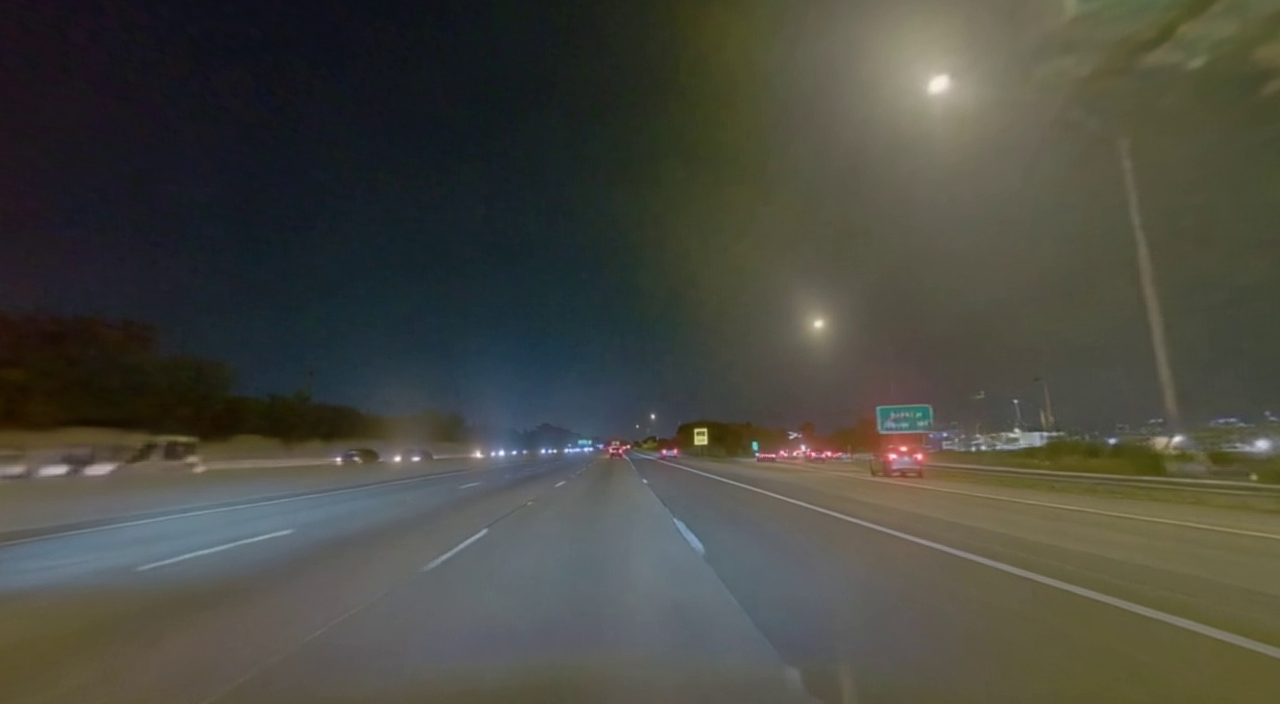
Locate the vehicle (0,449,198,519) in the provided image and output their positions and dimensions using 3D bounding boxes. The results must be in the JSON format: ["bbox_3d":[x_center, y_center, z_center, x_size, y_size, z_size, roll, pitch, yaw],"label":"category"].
[{"bbox_3d":[-13.219,3.108,15.396,1.881,1.427,4.211,0,-9,-1],"label":"vehicle"}]

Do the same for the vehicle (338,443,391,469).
[{"bbox_3d":[-20.421,7.700,47.013,1.926,1.769,4.800,0,-9,-2],"label":"vehicle"}]

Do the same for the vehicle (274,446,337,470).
[{"bbox_3d":[-24.275,7.704,46.069,2.085,1.655,4.713,0,-9,-2],"label":"vehicle"}]

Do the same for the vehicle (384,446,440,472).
[{"bbox_3d":[-13.806,6.505,38.530,1.903,1.484,4.320,0,-9,-1],"label":"vehicle"}]
